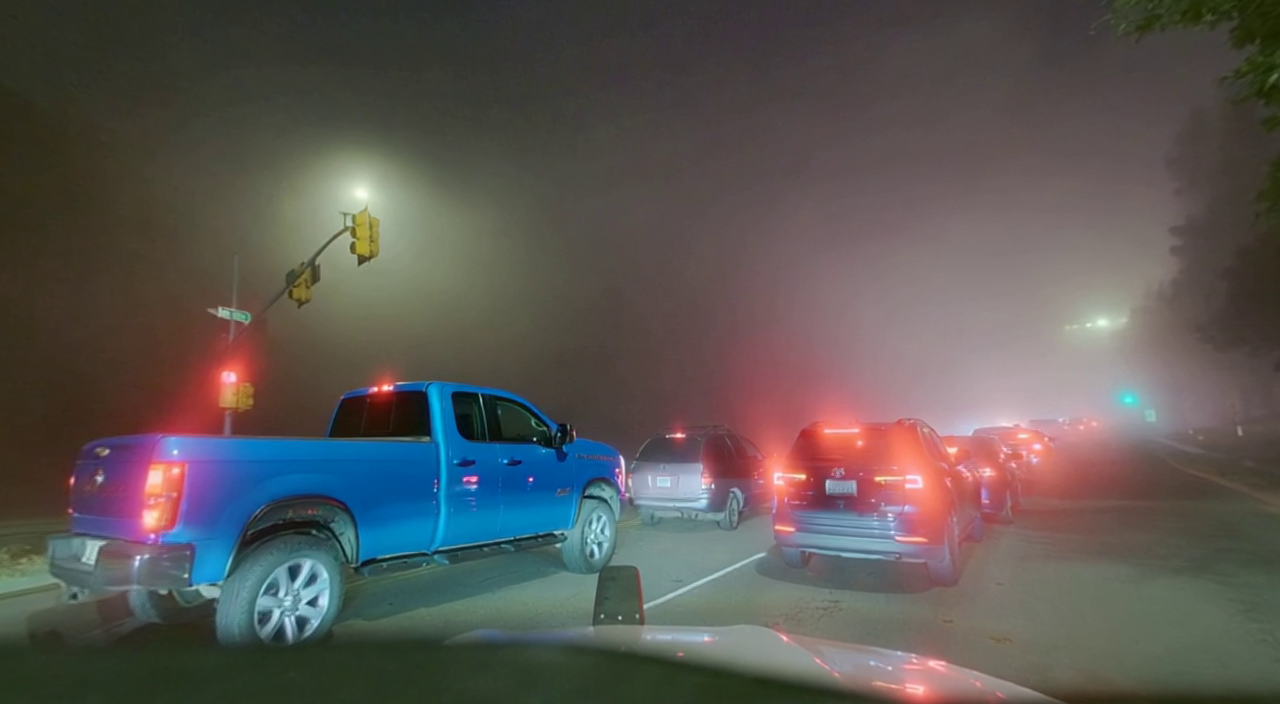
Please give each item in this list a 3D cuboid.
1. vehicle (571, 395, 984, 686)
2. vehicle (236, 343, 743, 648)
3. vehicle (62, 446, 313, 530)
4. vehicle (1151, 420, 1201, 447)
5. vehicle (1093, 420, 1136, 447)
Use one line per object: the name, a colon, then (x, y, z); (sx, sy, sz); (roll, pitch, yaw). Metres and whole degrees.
vehicle: (1.721, 1.383, 5.989); (2.027, 1.549, 4.801); (-6, -10, 35)
vehicle: (-0.876, 1.411, 7.479); (2.272, 2.016, 6.146); (-4, -9, 27)
vehicle: (-11.171, 3.269, 15.987); (1.936, 1.756, 4.649); (-6, -10, 34)
vehicle: (35.764, 5.478, 42.200); (2.183, 1.714, 4.491); (-7, -11, 37)
vehicle: (32.795, 5.674, 43.730); (2.160, 1.790, 4.303); (-6, -10, 35)
